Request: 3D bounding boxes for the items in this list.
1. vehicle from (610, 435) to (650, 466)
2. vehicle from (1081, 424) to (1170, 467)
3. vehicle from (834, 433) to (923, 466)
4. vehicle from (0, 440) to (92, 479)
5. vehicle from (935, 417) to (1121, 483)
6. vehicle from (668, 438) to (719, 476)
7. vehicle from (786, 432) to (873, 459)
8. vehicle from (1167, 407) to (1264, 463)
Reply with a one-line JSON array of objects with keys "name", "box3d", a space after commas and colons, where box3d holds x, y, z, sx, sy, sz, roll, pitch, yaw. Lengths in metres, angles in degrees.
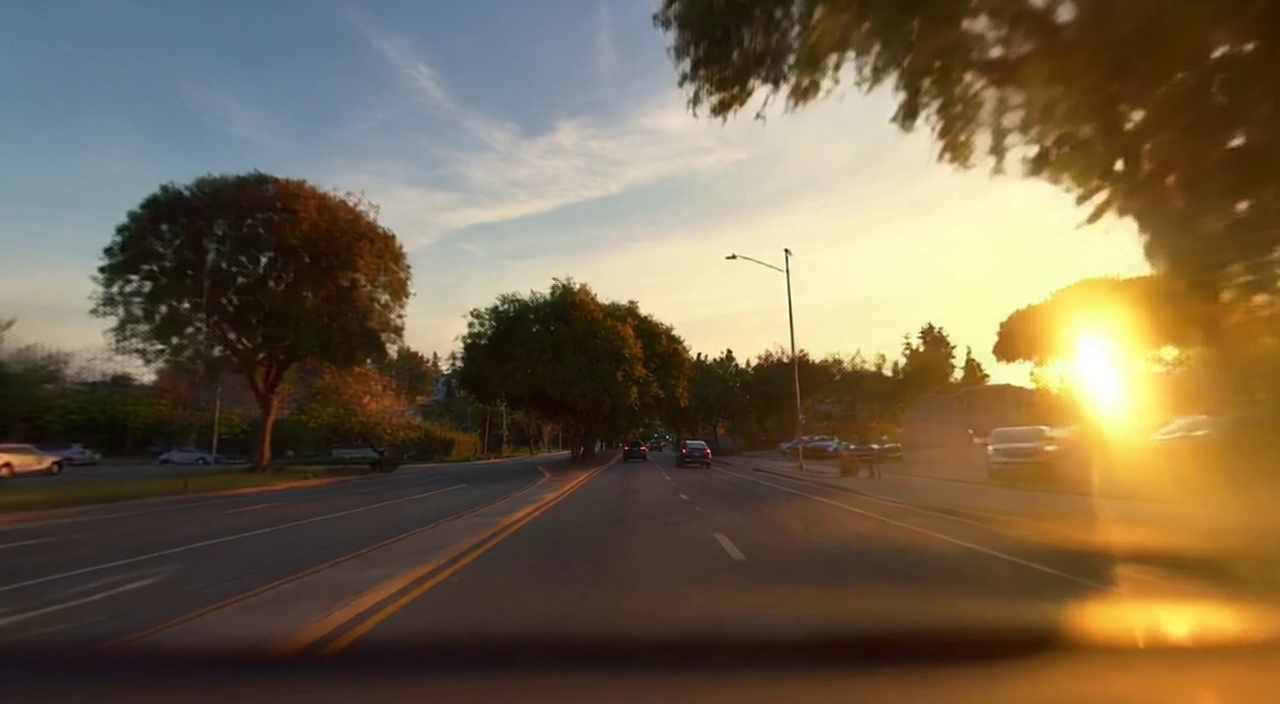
[{"name": "vehicle", "box3d": [-0.656, 6.570, 42.192, 2.488, 1.881, 4.814, 0, -8, -1]}, {"name": "vehicle", "box3d": [18.910, 3.619, 24.499, 1.997, 1.465, 5.075, -8, -12, 44]}, {"name": "vehicle", "box3d": [11.343, 4.643, 30.183, 1.799, 1.431, 3.486, 8, -12, -44]}, {"name": "vehicle", "box3d": [-33.489, 5.690, 33.702, 5.899, 1.996, 2.367, 5, -10, -29]}, {"name": "vehicle", "box3d": [11.191, 2.869, 18.464, 2.047, 1.682, 4.074, 8, -12, -40]}, {"name": "vehicle", "box3d": [2.425, 4.886, 29.630, 2.003, 1.614, 4.072, 0, -8, -1]}, {"name": "vehicle", "box3d": [11.282, 5.605, 37.836, 4.557, 1.509, 1.971, -8, -12, 44]}, {"name": "vehicle", "box3d": [18.740, 2.743, 20.494, 1.996, 1.607, 4.492, -8, -12, 44]}]
